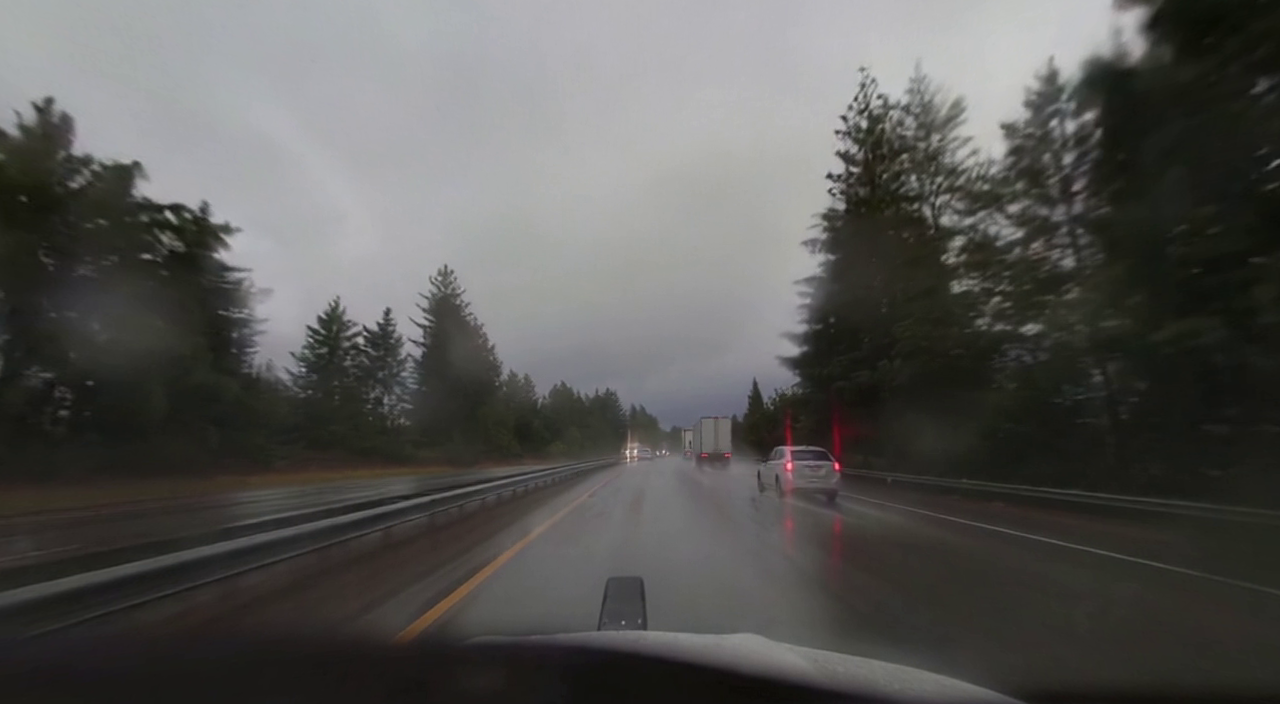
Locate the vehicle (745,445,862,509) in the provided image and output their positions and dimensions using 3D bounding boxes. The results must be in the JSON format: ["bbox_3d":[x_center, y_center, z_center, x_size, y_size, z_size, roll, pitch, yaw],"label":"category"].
[{"bbox_3d":[4.080,3.167,16.437,1.893,1.442,4.039,0,-9,-1],"label":"vehicle"}]
